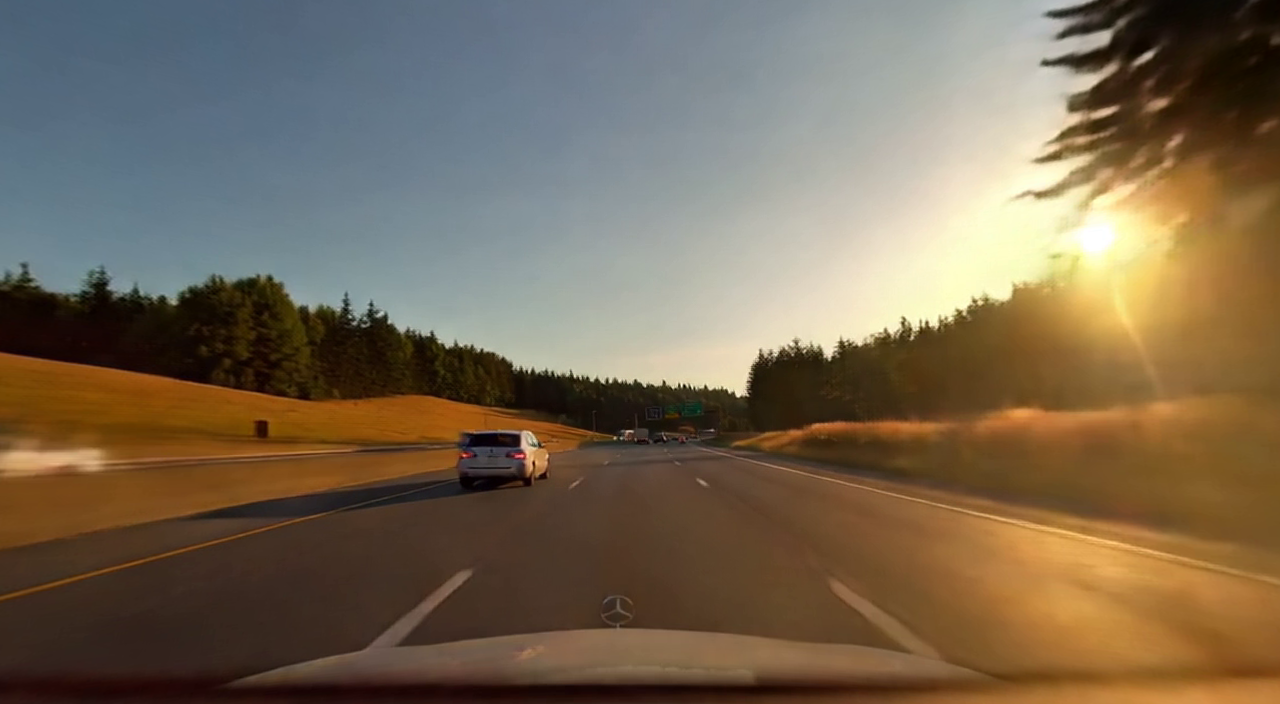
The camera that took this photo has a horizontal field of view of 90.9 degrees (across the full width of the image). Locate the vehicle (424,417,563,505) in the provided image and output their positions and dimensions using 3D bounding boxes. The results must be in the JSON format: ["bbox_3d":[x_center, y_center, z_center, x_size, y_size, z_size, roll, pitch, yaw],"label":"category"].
[{"bbox_3d":[-3.046,2.364,14.130,2.084,1.654,4.080,0,-8,1],"label":"vehicle"}]
